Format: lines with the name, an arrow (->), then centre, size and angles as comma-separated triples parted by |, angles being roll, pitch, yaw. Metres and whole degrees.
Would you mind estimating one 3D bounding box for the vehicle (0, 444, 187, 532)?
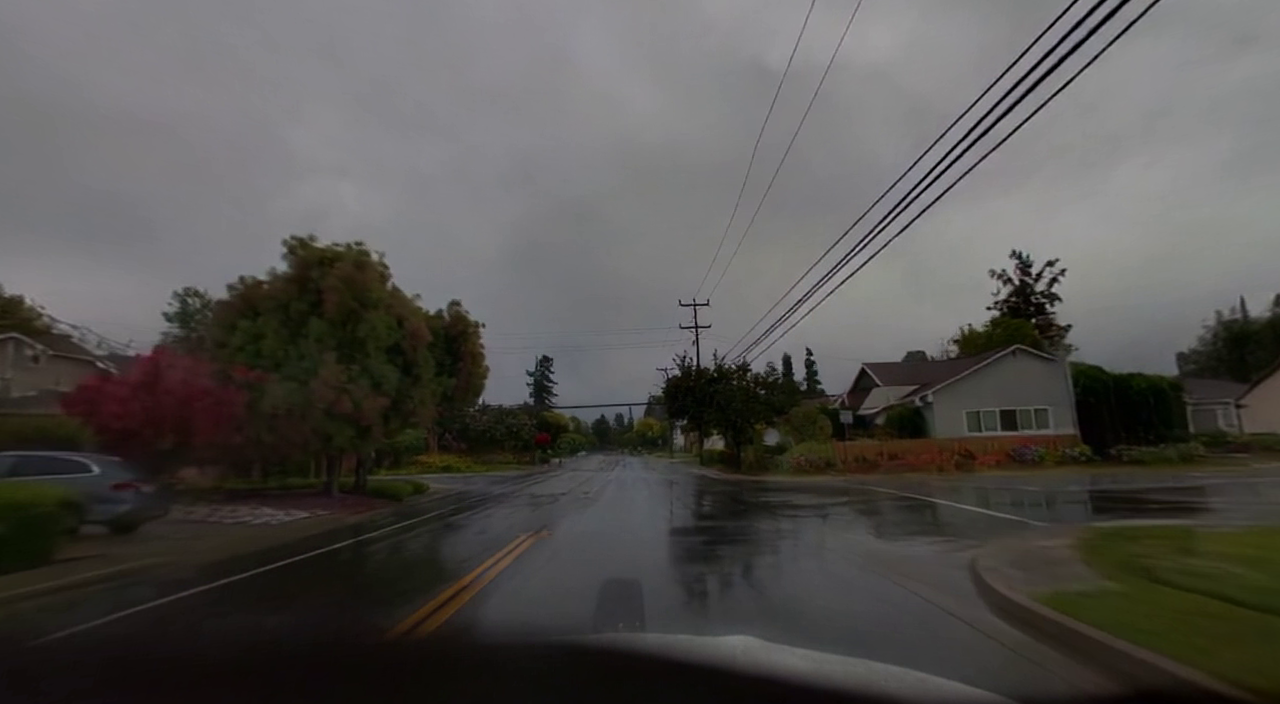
vehicle -> -13.452, 3.041, 14.471 | 4.461, 1.844, 2.015 | 1, -9, -5
